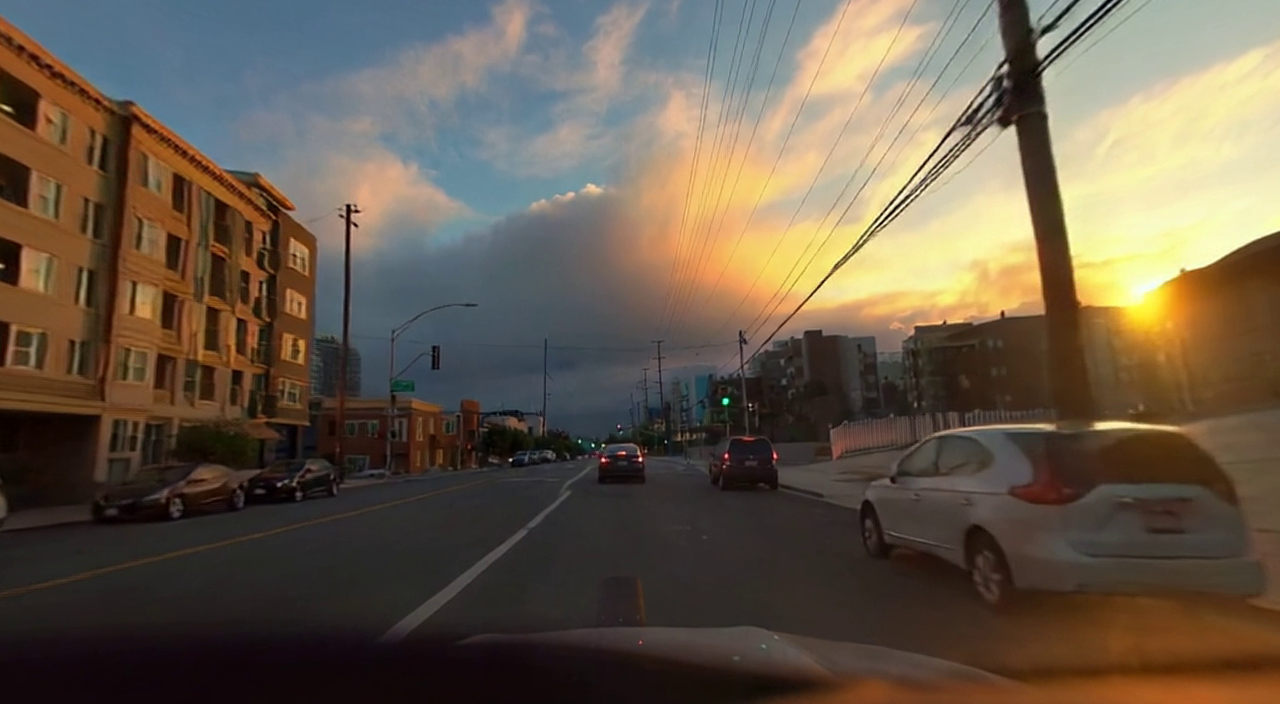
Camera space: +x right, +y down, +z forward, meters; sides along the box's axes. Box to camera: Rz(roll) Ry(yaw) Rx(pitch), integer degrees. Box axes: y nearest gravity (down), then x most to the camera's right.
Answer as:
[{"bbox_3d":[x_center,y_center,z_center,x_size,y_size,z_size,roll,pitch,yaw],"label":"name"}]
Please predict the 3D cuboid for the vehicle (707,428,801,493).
[{"bbox_3d":[3.716,3.649,21.680,2.248,1.945,5.011,0,-9,-1],"label":"vehicle"}]

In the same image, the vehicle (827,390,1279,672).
[{"bbox_3d":[3.699,1.459,6.300,2.186,1.764,4.470,0,-9,-1],"label":"vehicle"}]

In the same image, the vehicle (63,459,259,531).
[{"bbox_3d":[-12.017,3.567,16.245,2.004,1.526,3.807,0,-9,0],"label":"vehicle"}]

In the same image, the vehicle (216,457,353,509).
[{"bbox_3d":[-12.008,4.408,21.790,1.910,1.498,4.662,0,-9,1],"label":"vehicle"}]

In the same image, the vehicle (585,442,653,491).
[{"bbox_3d":[-0.637,3.747,20.999,2.019,1.453,4.129,0,-9,0],"label":"vehicle"}]
